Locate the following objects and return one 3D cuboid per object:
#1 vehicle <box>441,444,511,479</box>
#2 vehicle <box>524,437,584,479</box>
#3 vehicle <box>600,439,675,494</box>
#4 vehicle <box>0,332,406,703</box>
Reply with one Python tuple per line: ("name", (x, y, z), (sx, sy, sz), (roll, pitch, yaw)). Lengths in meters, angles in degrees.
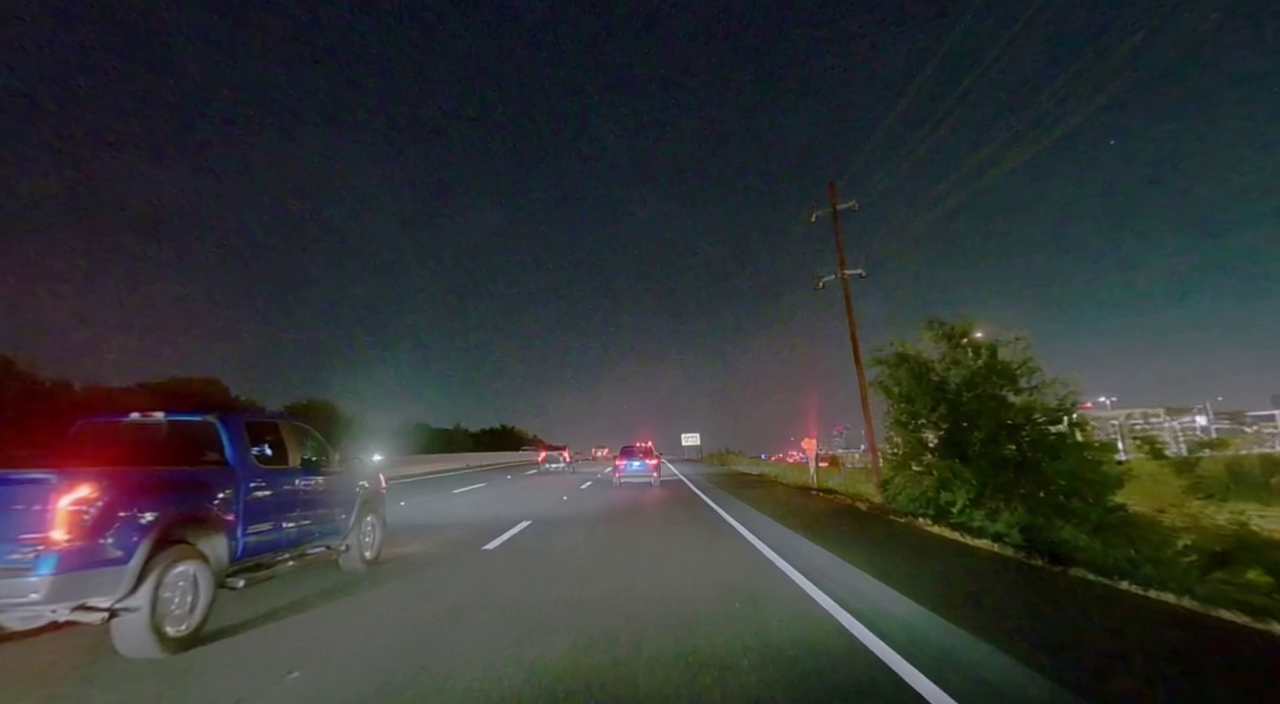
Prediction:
("vehicle", (-7.428, 4.987, 29.072), (1.902, 1.467, 4.574), (-1, -8, 2))
("vehicle", (-3.738, 4.711, 28.274), (1.993, 1.717, 4.321), (-1, -8, 1))
("vehicle", (-0.063, 3.445, 19.300), (2.047, 1.473, 3.978), (0, -8, 0))
("vehicle", (-3.725, 1.141, 4.761), (2.133, 1.789, 4.518), (0, -8, 0))
